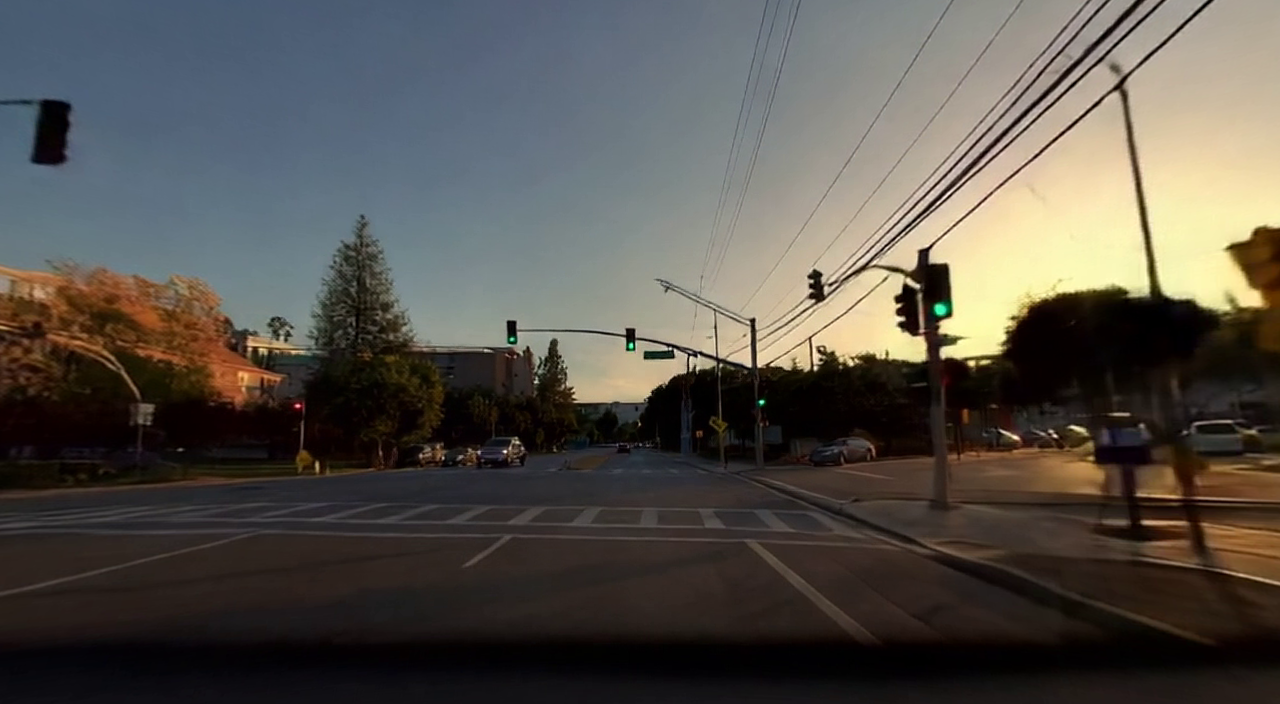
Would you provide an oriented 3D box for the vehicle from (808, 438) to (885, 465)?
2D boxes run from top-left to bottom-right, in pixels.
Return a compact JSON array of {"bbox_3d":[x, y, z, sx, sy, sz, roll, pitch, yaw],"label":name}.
[{"bbox_3d":[13.285,6.417,40.803,1.897,1.532,4.694,2,-9,-27],"label":"vehicle"}]

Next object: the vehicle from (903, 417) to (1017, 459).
[{"bbox_3d":[19.697,5.422,39.200,2.609,2.332,5.734,4,-11,-26],"label":"vehicle"}]

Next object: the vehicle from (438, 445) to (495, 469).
[{"bbox_3d":[-11.524,7.015,42.335,2.090,1.519,4.919,-1,-8,5],"label":"vehicle"}]

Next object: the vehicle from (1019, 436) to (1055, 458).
[{"bbox_3d":[30.107,7.205,47.900,1.740,1.414,3.875,-6,-6,25],"label":"vehicle"}]

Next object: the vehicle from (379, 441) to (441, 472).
[{"bbox_3d":[-14.951,6.825,41.300,2.112,1.880,4.479,-1,-8,4],"label":"vehicle"}]

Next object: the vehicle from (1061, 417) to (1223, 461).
[{"bbox_3d":[26.192,4.615,33.268,2.370,2.038,6.186,3,-9,-23],"label":"vehicle"}]
